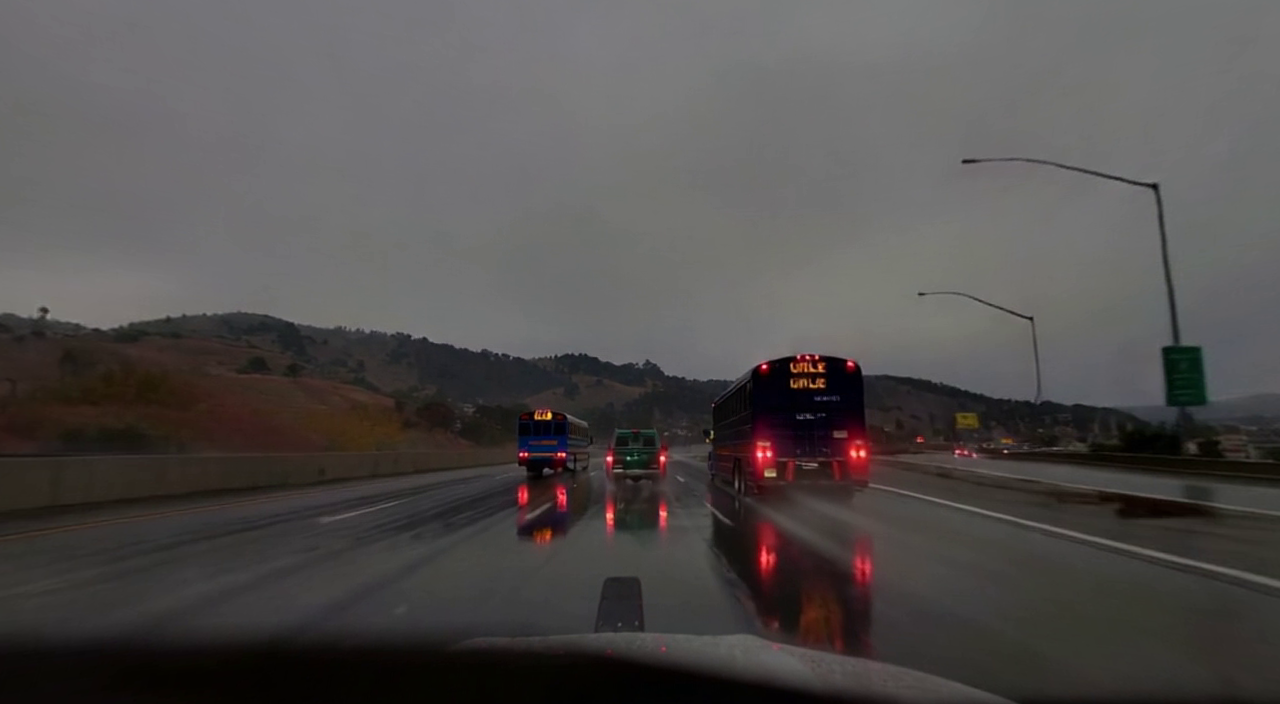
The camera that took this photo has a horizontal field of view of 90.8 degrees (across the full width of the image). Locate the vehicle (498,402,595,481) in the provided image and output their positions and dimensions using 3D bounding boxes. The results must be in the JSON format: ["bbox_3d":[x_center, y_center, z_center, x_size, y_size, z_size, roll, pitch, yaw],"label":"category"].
[{"bbox_3d":[-3.872,4.033,28.302,2.947,3.009,7.991,0,-8,1],"label":"vehicle"}]

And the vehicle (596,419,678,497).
[{"bbox_3d":[-0.152,2.980,18.018,2.037,1.929,4.343,0,-8,-2],"label":"vehicle"}]

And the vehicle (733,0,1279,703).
[{"bbox_3d":[3.942,0.576,9.279,3.006,4.101,13.245,0,-8,-1],"label":"vehicle"}]
